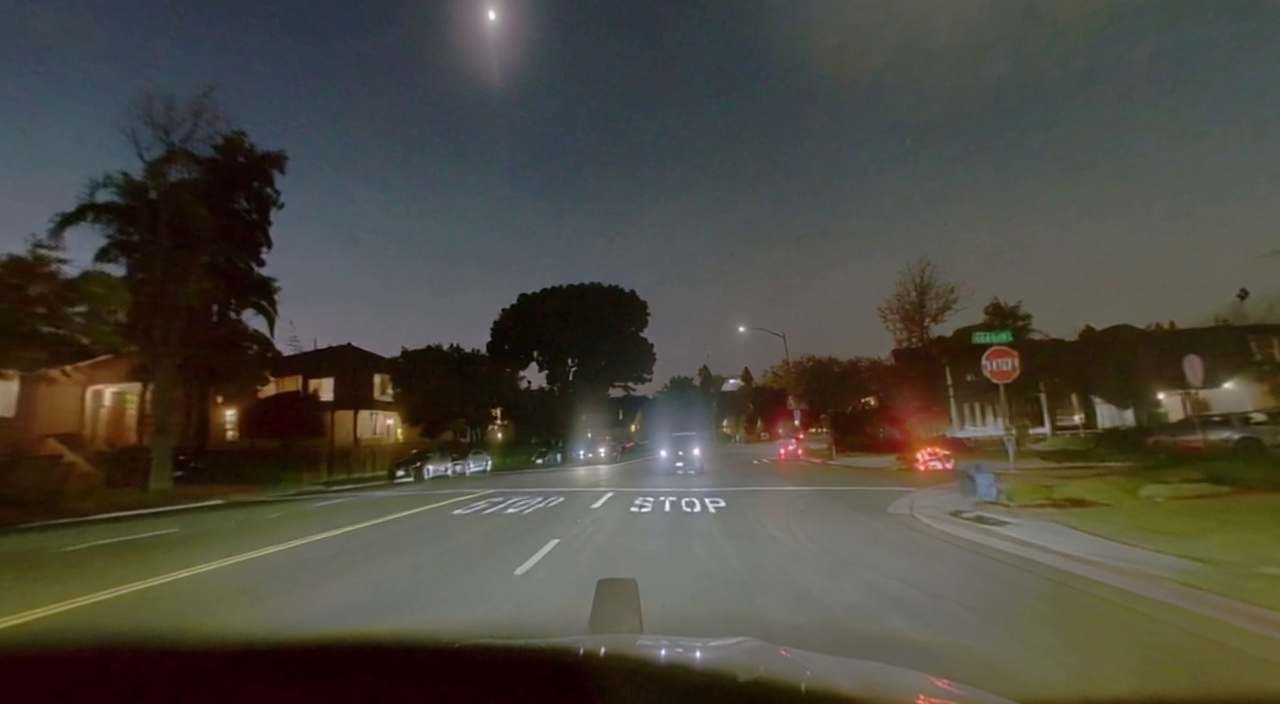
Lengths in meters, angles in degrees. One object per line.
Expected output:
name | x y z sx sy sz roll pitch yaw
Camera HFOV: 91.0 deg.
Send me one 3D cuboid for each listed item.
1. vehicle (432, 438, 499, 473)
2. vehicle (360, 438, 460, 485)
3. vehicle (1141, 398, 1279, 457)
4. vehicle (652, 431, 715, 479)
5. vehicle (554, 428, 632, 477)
vehicle | -10.238 6.138 37.311 2.076 1.864 4.730 -4 -10 8
vehicle | -11.328 5.374 31.607 2.191 1.980 5.888 -5 -8 8
vehicle | 19.117 2.376 19.542 4.989 1.564 2.007 -3 -13 11
vehicle | 1.595 3.541 21.777 1.955 1.459 4.383 -1 -9 7
vehicle | -1.661 3.848 24.194 2.178 1.695 4.339 -1 -9 7
